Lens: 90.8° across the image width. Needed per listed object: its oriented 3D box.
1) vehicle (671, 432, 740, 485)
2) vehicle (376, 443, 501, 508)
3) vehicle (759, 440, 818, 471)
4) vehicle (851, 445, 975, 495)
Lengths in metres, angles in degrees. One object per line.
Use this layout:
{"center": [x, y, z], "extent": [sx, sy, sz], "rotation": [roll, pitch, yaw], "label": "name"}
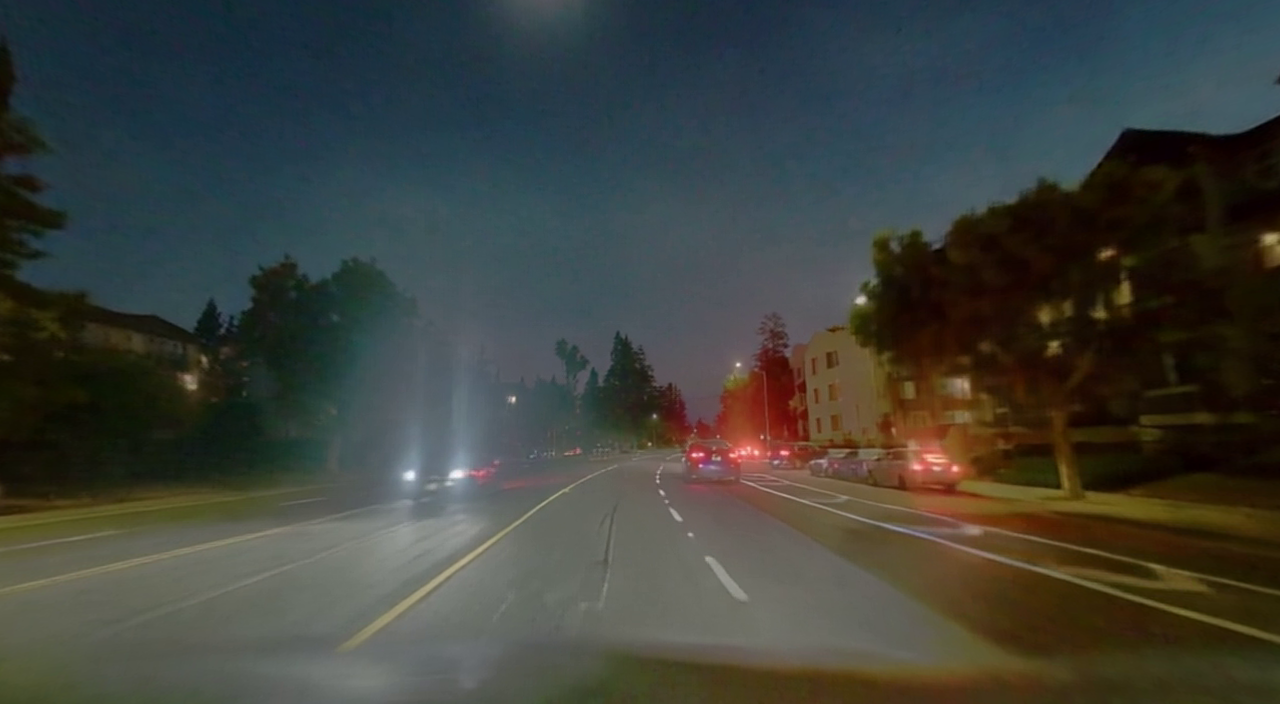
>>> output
{"center": [2.358, 3.982, 23.911], "extent": [2.085, 1.763, 4.490], "rotation": [0, -8, -1], "label": "vehicle"}
{"center": [-5.215, 3.218, 17.025], "extent": [1.958, 1.501, 4.294], "rotation": [0, -8, 0], "label": "vehicle"}
{"center": [9.140, 6.255, 38.560], "extent": [2.187, 1.752, 4.300], "rotation": [-5, -10, 31], "label": "vehicle"}
{"center": [8.963, 3.877, 21.301], "extent": [1.996, 1.474, 4.771], "rotation": [0, -8, -1], "label": "vehicle"}
